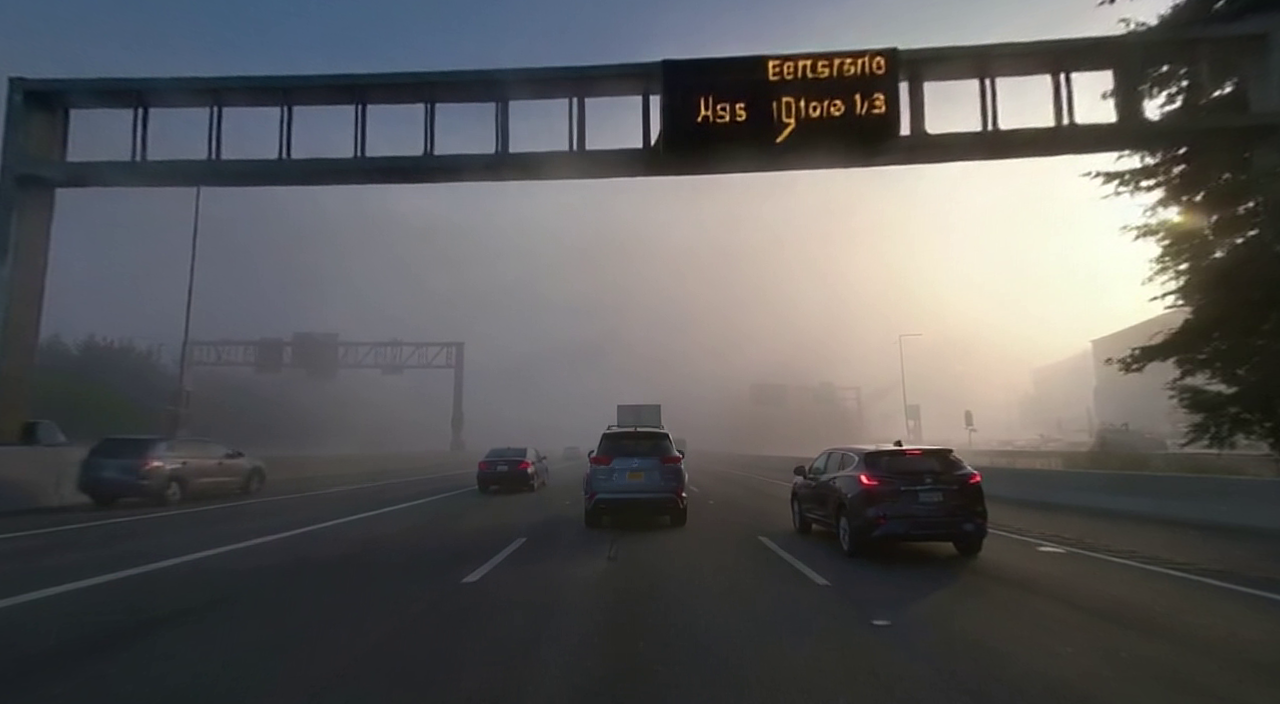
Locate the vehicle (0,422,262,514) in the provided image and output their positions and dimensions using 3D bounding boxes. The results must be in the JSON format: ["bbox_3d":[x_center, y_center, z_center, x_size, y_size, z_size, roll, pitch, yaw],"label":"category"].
[{"bbox_3d":[-11.058,2.543,14.281,2.129,1.720,4.547,0,-9,0],"label":"vehicle"}]

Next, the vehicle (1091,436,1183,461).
[{"bbox_3d":[32.551,6.356,41.456,1.805,1.536,4.325,3,-9,-19],"label":"vehicle"}]

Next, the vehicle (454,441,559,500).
[{"bbox_3d":[-3.618,3.278,17.863,2.005,1.458,4.143,0,-9,1],"label":"vehicle"}]

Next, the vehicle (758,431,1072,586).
[{"bbox_3d":[3.099,1.854,8.399,2.018,1.470,4.491,0,-9,-2],"label":"vehicle"}]

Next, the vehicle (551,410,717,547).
[{"bbox_3d":[-0.088,1.953,10.279,2.152,1.779,3.924,0,-9,0],"label":"vehicle"}]
